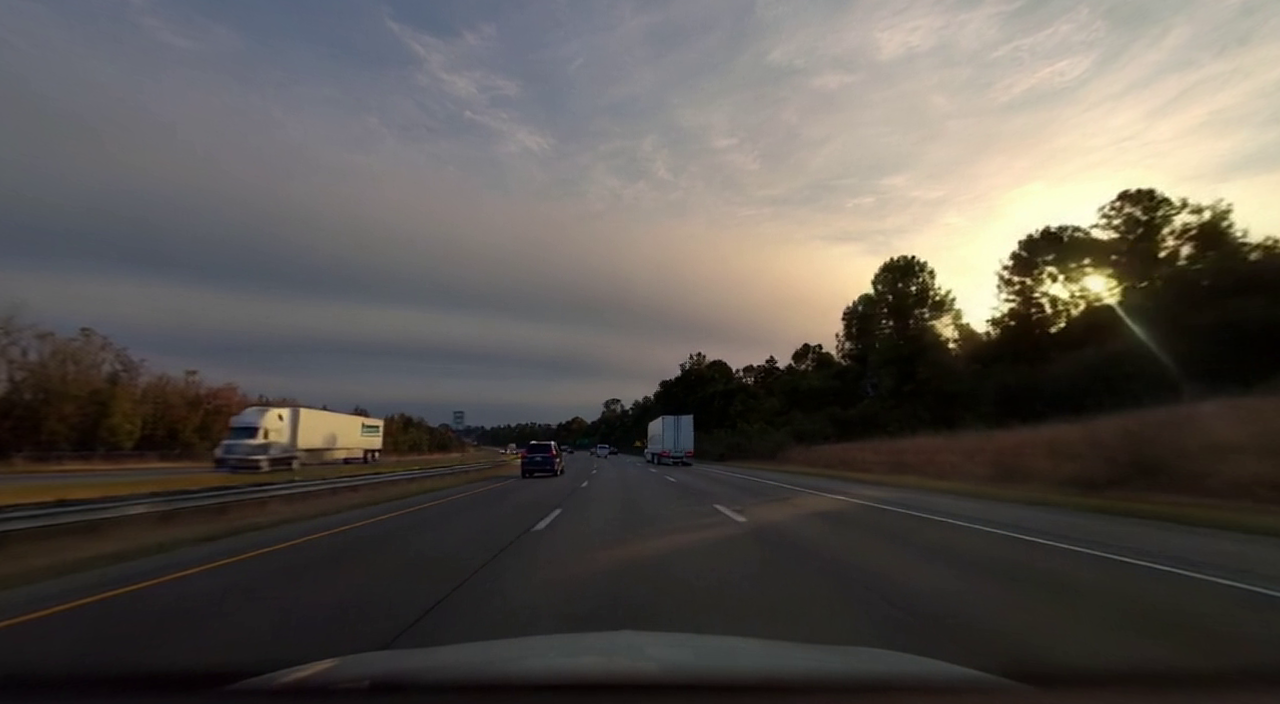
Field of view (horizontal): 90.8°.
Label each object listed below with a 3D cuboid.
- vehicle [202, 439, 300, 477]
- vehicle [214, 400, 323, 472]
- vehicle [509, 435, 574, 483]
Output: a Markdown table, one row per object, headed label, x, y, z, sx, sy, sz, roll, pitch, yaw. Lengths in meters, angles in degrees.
| label | x | y | z | sx | sy | sz | roll | pitch | yaw |
| --- | --- | --- | --- | --- | --- | --- | --- | --- | --- |
| vehicle | -17.596 | 4.817 | 28.807 | 1.895 | 1.582 | 4.155 | 0 | -9 | -2 |
| vehicle | -22.173 | 5.104 | 38.093 | 2.994 | 3.966 | 5.892 | 0 | -9 | -3 |
| vehicle | -4.302 | 4.769 | 28.421 | 2.337 | 1.942 | 4.984 | 0 | -9 | -2 |
